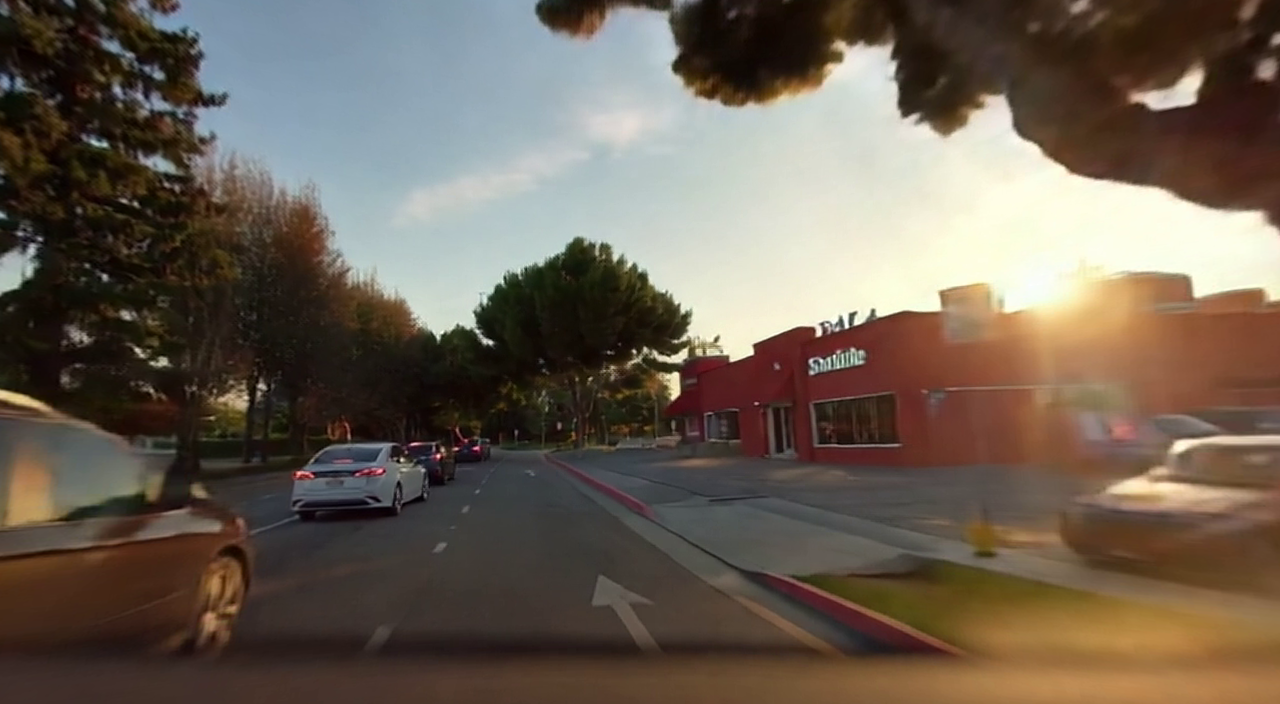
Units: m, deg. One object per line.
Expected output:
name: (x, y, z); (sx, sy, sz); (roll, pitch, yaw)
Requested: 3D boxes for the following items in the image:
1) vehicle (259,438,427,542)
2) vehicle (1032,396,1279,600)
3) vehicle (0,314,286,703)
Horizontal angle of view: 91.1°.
vehicle: (-5.246, 2.392, 11.733); (1.768, 1.539, 4.147); (1, -8, -11)
vehicle: (6.079, 1.300, 6.590); (3.575, 1.473, 1.785); (-1, -8, -32)
vehicle: (-3.164, 0.778, 2.105); (2.065, 1.773, 4.128); (1, -8, -9)
